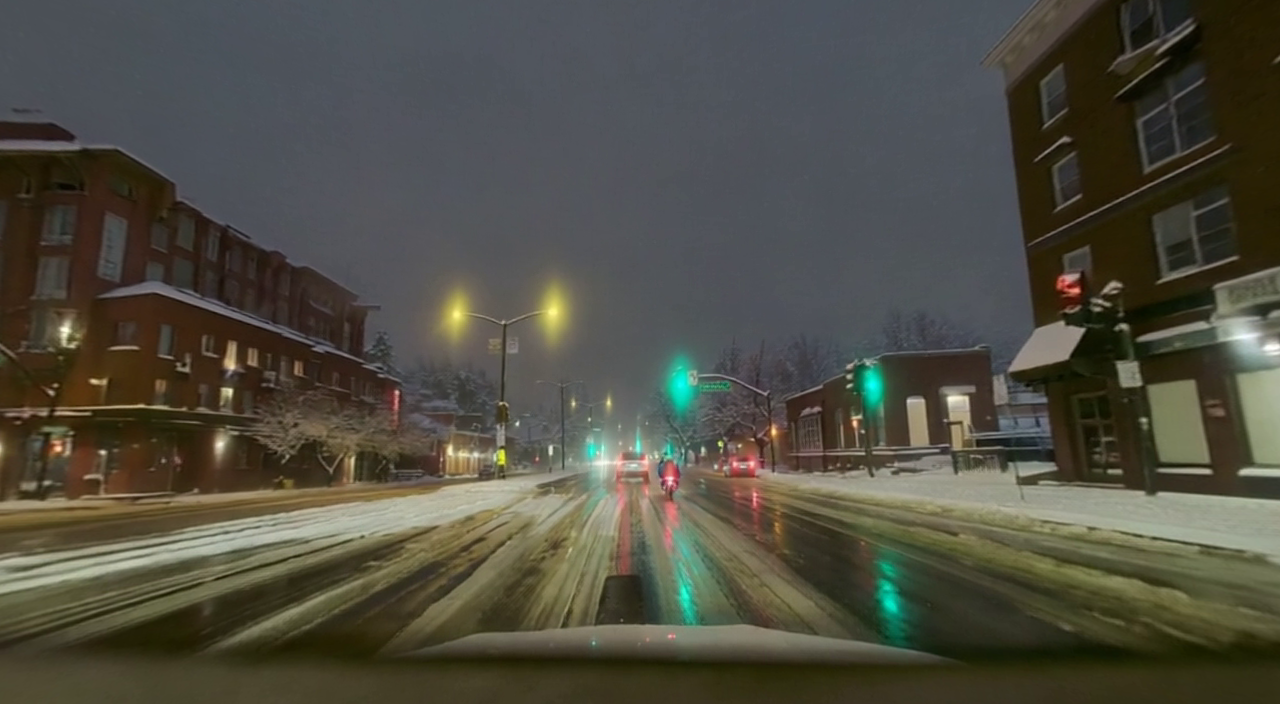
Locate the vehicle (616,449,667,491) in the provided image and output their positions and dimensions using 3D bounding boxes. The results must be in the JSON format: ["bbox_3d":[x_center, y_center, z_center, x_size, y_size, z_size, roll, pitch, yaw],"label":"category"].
[{"bbox_3d":[0.000,5.442,29.603,2.223,1.775,4.250,0,-8,-1],"label":"vehicle"}]

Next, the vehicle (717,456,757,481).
[{"bbox_3d":[6.732,8.103,44.257,2.069,1.590,4.066,0,-8,-1],"label":"vehicle"}]

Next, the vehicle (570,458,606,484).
[{"bbox_3d":[-3.256,7.535,40.307,2.014,1.470,4.552,0,-8,-1],"label":"vehicle"}]
